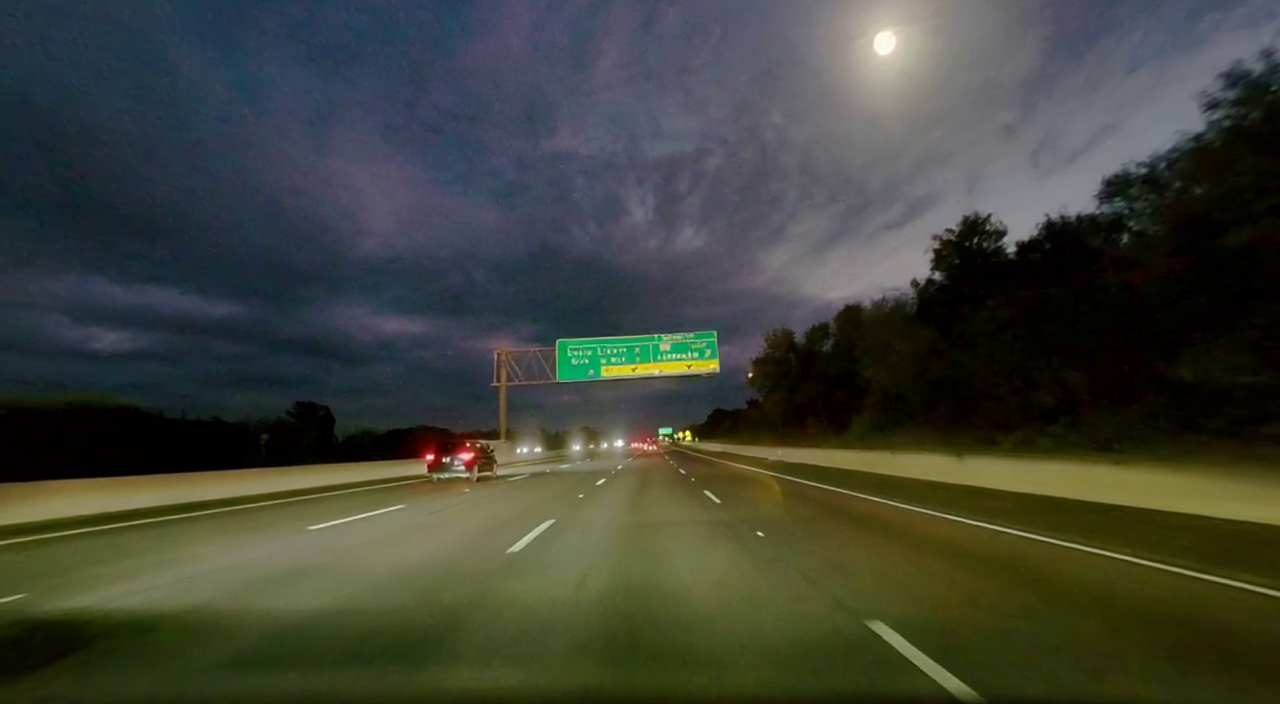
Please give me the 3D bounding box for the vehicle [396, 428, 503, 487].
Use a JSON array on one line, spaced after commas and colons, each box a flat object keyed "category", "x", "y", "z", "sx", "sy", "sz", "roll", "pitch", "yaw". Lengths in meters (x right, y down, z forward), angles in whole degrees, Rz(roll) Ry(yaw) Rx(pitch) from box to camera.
[{"category": "vehicle", "x": -6.874, "y": 3.903, "z": 23.509, "sx": 2.260, "sy": 1.917, "sz": 5.499, "roll": 0, "pitch": -9, "yaw": 0}]
